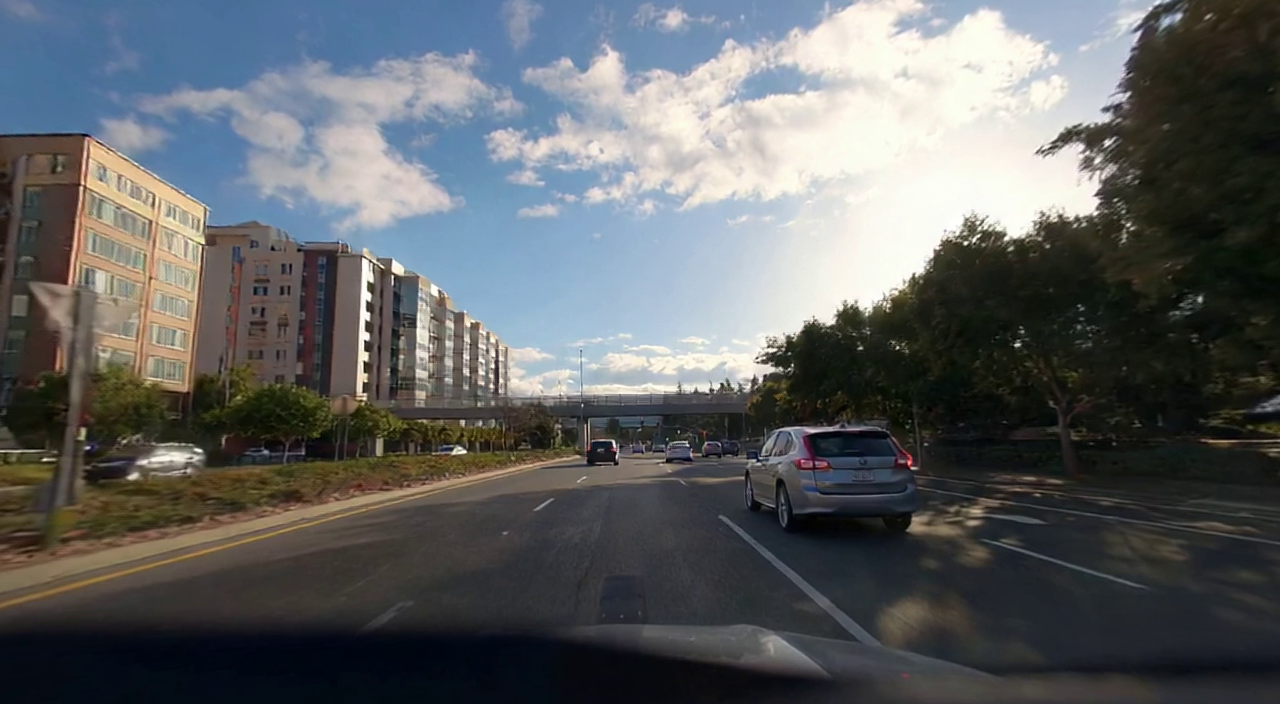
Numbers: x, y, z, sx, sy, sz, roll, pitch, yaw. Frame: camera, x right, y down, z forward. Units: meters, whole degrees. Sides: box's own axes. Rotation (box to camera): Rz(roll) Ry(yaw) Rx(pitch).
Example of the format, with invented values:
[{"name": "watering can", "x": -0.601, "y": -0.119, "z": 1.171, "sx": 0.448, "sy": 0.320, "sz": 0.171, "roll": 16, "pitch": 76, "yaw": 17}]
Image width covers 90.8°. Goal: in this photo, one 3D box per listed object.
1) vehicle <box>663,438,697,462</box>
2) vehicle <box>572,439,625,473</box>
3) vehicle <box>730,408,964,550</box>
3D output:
[{"name": "vehicle", "x": 2.988, "y": 7.430, "z": 48.097, "sx": 2.165, "sy": 1.708, "sz": 3.928, "roll": 0, "pitch": -8, "yaw": -2}, {"name": "vehicle", "x": -1.924, "y": 5.035, "z": 30.794, "sx": 2.173, "sy": 1.498, "sz": 4.528, "roll": 0, "pitch": -8, "yaw": 1}, {"name": "vehicle", "x": 2.910, "y": 1.920, "z": 10.247, "sx": 2.130, "sy": 1.741, "sz": 4.665, "roll": 0, "pitch": -8, "yaw": -1}]
